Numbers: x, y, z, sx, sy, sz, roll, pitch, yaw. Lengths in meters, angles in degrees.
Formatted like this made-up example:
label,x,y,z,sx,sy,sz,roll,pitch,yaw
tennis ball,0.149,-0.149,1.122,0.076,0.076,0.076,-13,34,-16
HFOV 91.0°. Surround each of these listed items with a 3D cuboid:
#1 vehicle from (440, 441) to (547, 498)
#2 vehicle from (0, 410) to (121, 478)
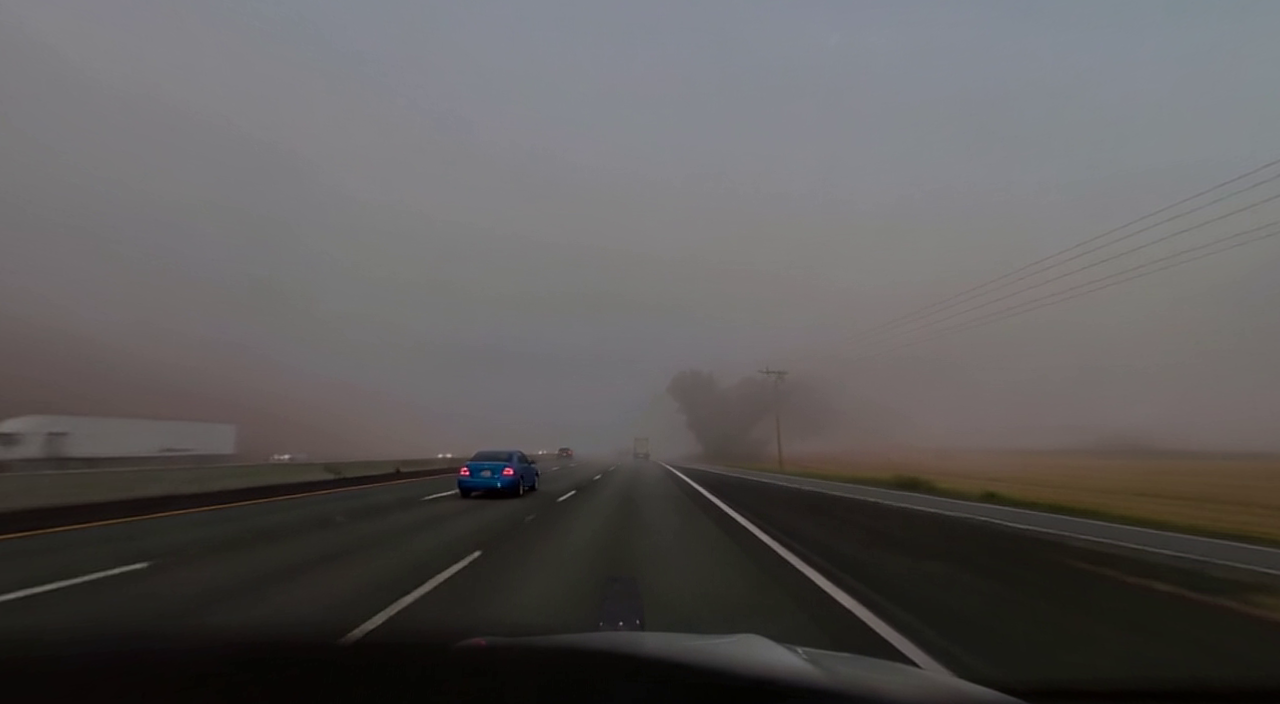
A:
label,x,y,z,sx,sy,sz,roll,pitch,yaw
vehicle,-4.289,3.522,19.252,2.104,1.501,4.459,0,-9,1
vehicle,-39.711,6.079,41.356,2.979,4.006,9.168,0,-9,2
